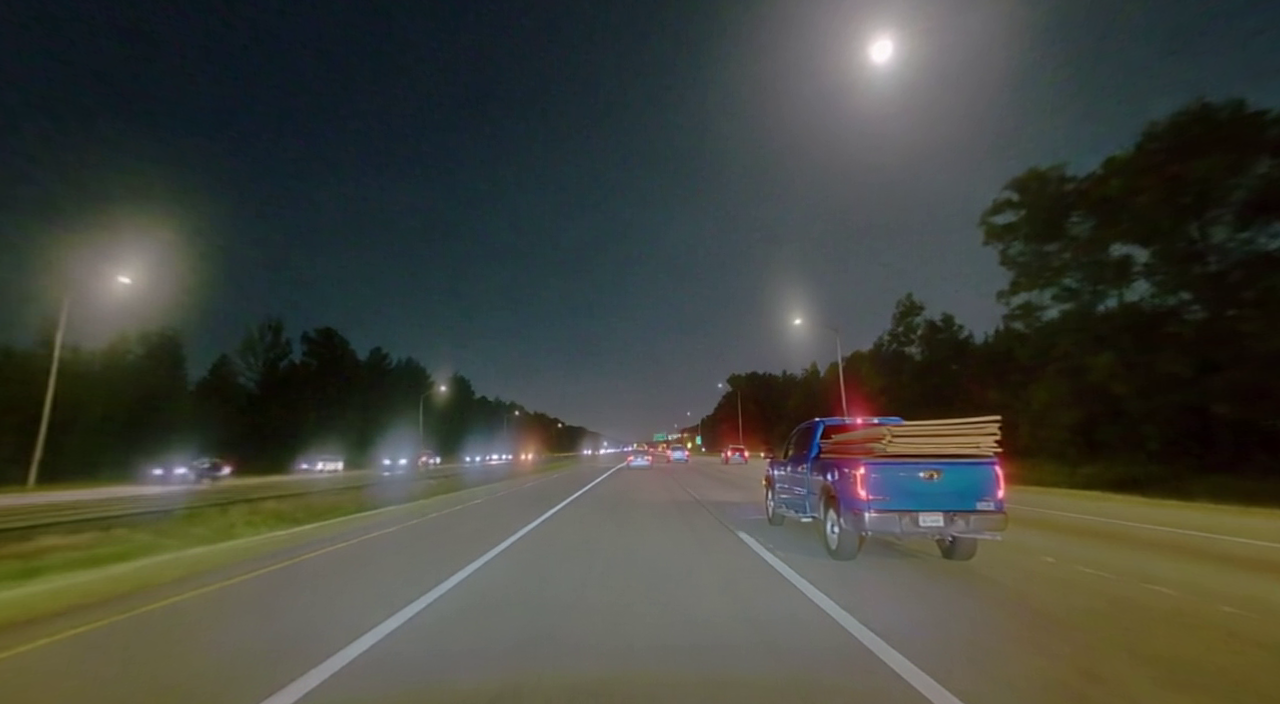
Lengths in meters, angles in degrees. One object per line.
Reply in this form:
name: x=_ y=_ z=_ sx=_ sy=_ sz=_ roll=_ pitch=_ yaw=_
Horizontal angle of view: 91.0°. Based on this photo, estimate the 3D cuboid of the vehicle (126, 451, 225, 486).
vehicle: x=-25.366 y=6.343 z=34.591 sx=2.027 sy=1.720 sz=4.338 roll=0 pitch=-9 yaw=1

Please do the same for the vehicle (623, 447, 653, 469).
vehicle: x=-0.106 y=7.373 z=43.971 sx=2.030 sy=1.473 sz=3.926 roll=0 pitch=-9 yaw=1

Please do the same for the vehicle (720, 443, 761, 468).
vehicle: x=7.226 y=7.485 z=45.605 sx=2.189 sy=1.704 sz=4.521 roll=0 pitch=-9 yaw=0

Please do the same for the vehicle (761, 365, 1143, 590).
vehicle: x=3.432 y=1.578 z=8.708 sx=2.354 sy=2.079 sz=5.586 roll=0 pitch=-9 yaw=-1
